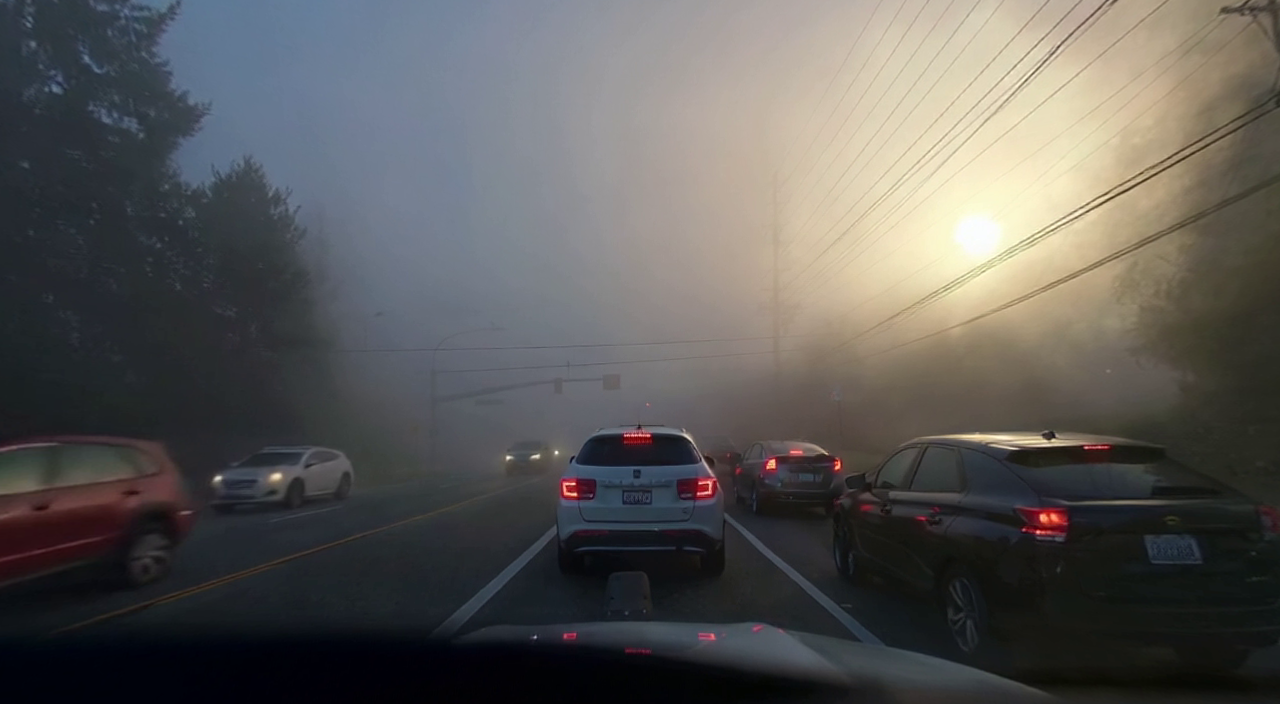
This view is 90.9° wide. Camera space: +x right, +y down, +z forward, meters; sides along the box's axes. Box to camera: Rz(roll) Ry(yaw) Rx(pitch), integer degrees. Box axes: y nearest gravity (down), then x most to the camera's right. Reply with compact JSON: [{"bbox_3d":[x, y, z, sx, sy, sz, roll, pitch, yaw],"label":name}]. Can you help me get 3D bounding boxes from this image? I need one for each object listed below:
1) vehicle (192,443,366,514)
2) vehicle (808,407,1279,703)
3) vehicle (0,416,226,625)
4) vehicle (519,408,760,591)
[{"bbox_3d":[-9.982,3.478,17.995,2.003,1.705,4.747,-1,-9,2],"label":"vehicle"},{"bbox_3d":[2.893,1.313,4.990,1.950,1.487,4.275,0,-8,0],"label":"vehicle"},{"bbox_3d":[-6.397,1.470,5.695,2.225,1.713,4.514,0,-8,0],"label":"vehicle"},{"bbox_3d":[0.009,1.661,7.910,2.200,1.653,4.127,0,-8,1],"label":"vehicle"}]
